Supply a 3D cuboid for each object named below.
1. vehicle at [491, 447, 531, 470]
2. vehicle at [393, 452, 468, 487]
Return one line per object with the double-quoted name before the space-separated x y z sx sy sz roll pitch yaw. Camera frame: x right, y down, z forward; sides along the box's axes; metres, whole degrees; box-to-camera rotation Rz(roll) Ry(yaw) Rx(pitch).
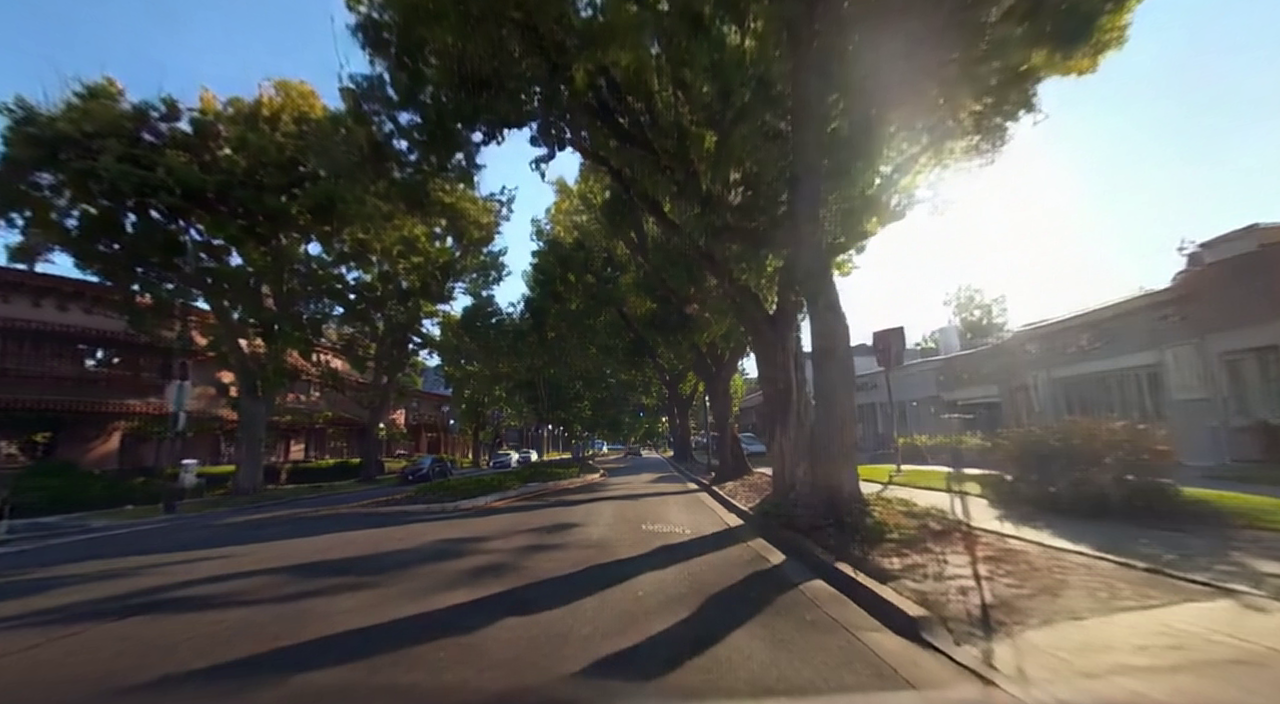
"vehicle" -10.074 8.313 49.469 1.995 1.657 4.609 -1 -8 3
"vehicle" -9.881 5.558 30.176 1.892 1.484 4.576 0 -8 2
